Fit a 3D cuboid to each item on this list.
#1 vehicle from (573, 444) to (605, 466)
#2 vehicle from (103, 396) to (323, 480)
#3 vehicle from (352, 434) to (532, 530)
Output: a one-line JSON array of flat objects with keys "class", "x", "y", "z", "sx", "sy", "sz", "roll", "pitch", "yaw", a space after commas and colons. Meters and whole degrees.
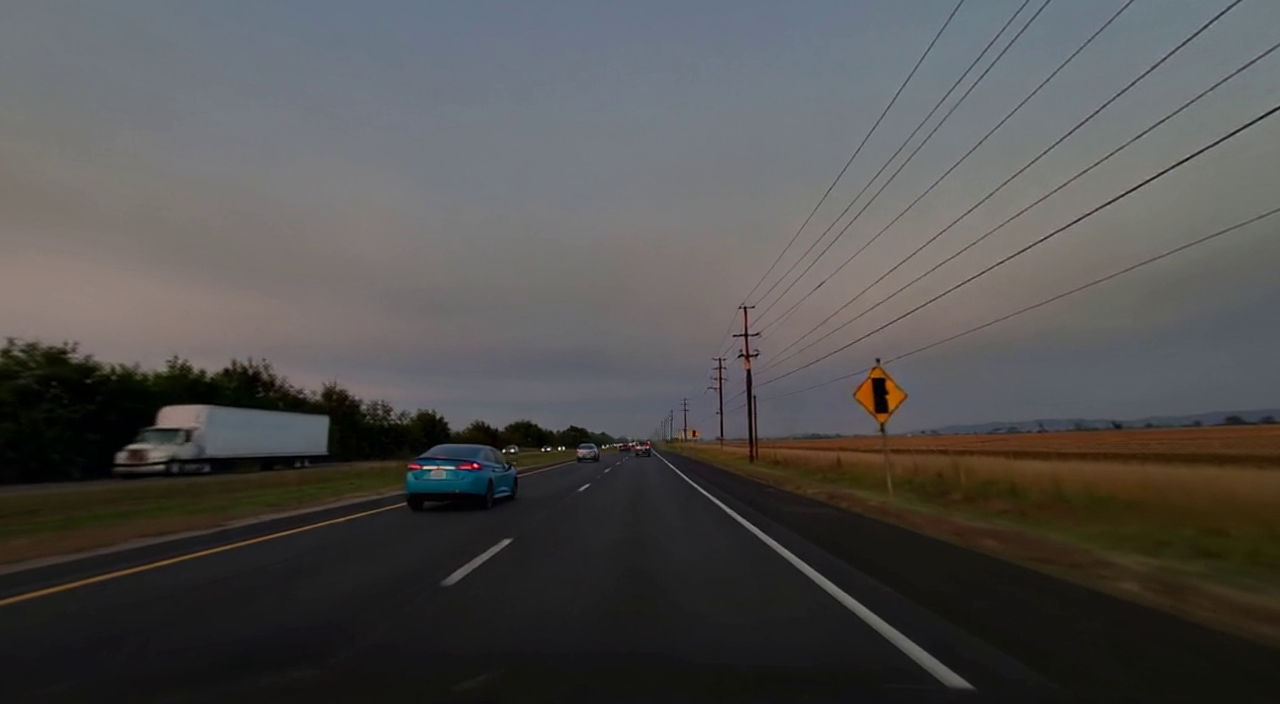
[{"class": "vehicle", "x": -3.718, "y": 7.584, "z": 46.348, "sx": 1.953, "sy": 1.517, "sz": 4.407, "roll": -1, "pitch": -9, "yaw": 0}, {"class": "vehicle", "x": -25.014, "y": 5.437, "z": 38.890, "sx": 2.908, "sy": 4.075, "sz": 15.445, "roll": 0, "pitch": -9, "yaw": 0}, {"class": "vehicle", "x": -3.783, "y": 2.573, "z": 13.125, "sx": 2.120, "sy": 1.597, "sz": 4.810, "roll": -1, "pitch": -9, "yaw": 1}]
